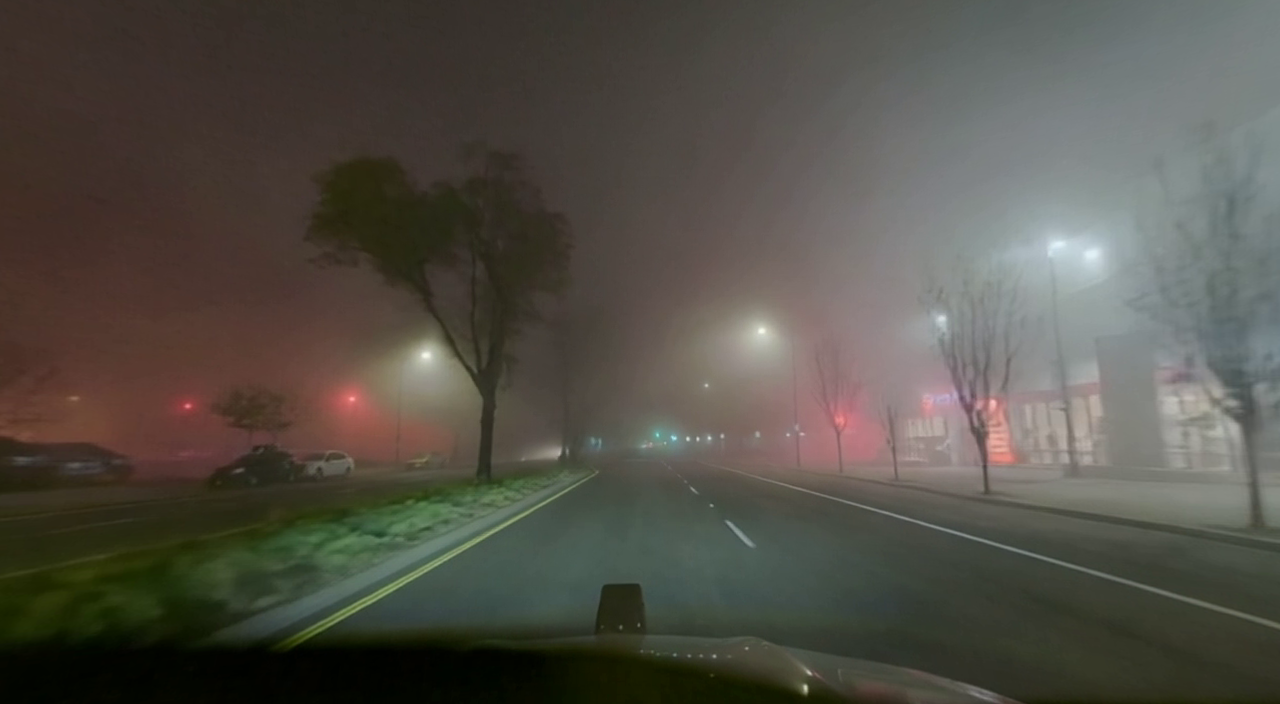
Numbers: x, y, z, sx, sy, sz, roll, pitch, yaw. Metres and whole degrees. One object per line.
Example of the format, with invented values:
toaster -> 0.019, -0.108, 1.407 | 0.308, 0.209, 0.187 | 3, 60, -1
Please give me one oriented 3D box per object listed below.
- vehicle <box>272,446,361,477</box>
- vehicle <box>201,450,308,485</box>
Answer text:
vehicle -> -18.712, 6.318, 36.671 | 2.177, 1.656, 5.516 | 0, -9, 2
vehicle -> -18.810, 5.613, 30.961 | 2.034, 1.562, 4.828 | 0, -9, 3
